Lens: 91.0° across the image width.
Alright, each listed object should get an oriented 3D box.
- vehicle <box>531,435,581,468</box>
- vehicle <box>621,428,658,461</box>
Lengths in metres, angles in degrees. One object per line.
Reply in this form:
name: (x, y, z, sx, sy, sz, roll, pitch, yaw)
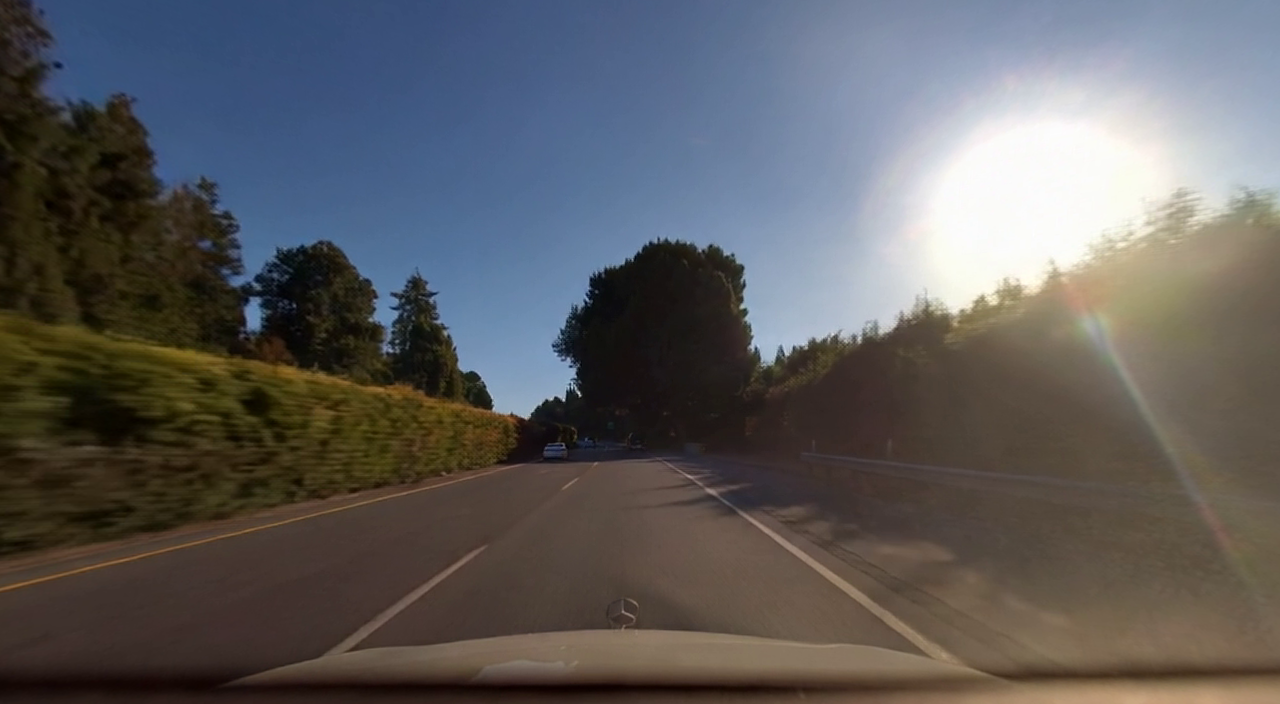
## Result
vehicle: (-4.233, 5.075, 32.350, 2.062, 1.567, 4.117, 0, -8, -1)
vehicle: (-0.071, 5.976, 40.697, 2.223, 1.957, 4.416, 0, -8, -2)
